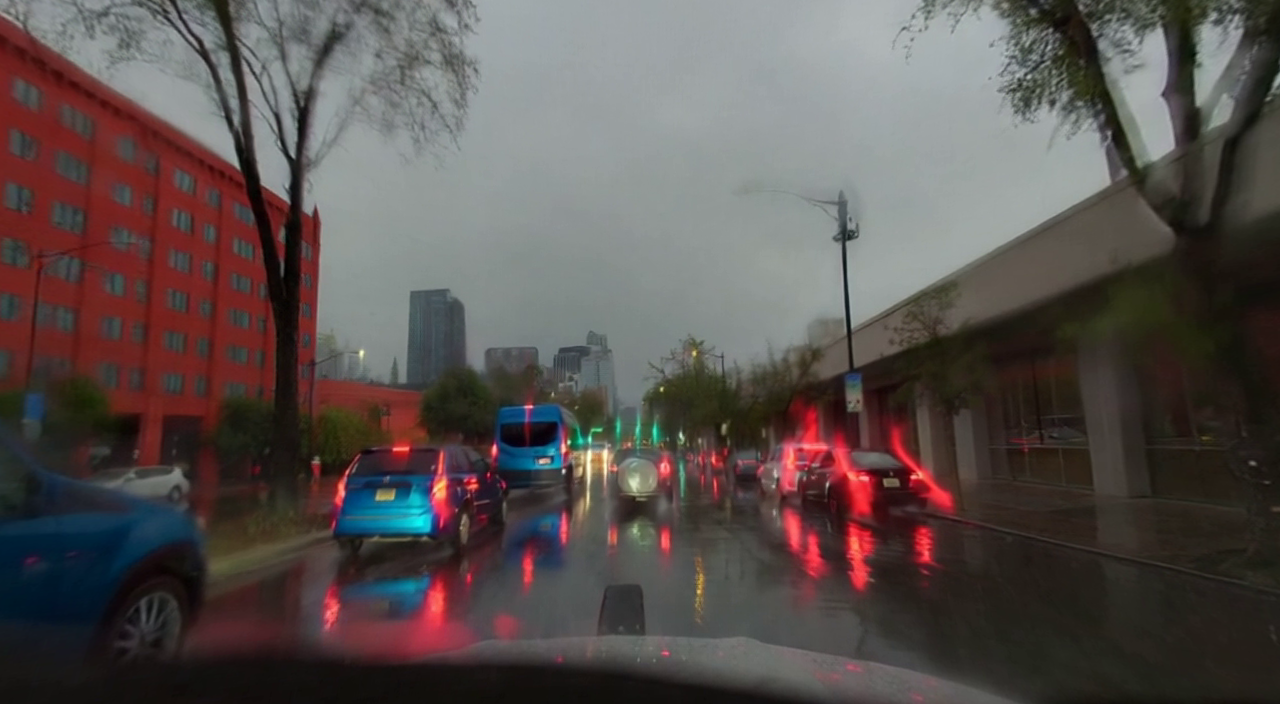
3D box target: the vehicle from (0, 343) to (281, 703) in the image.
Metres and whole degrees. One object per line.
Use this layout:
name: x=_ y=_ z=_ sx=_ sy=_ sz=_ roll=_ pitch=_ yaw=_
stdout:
vehicle: x=-3.724 y=0.787 z=2.169 sx=2.140 sy=1.768 sz=4.685 roll=0 pitch=-9 yaw=1

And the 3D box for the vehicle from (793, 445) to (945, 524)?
vehicle: x=4.904 y=2.854 z=14.179 sx=1.832 sy=1.491 sz=4.054 roll=1 pitch=-9 yaw=-1

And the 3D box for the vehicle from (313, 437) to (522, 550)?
vehicle: x=-3.535 y=2.323 z=11.078 sx=1.995 sy=1.554 sz=4.426 roll=0 pitch=-9 yaw=1

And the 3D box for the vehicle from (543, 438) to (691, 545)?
vehicle: x=-0.360 y=2.340 z=11.247 sx=2.152 sy=1.518 sz=4.113 roll=0 pitch=-9 yaw=-1
